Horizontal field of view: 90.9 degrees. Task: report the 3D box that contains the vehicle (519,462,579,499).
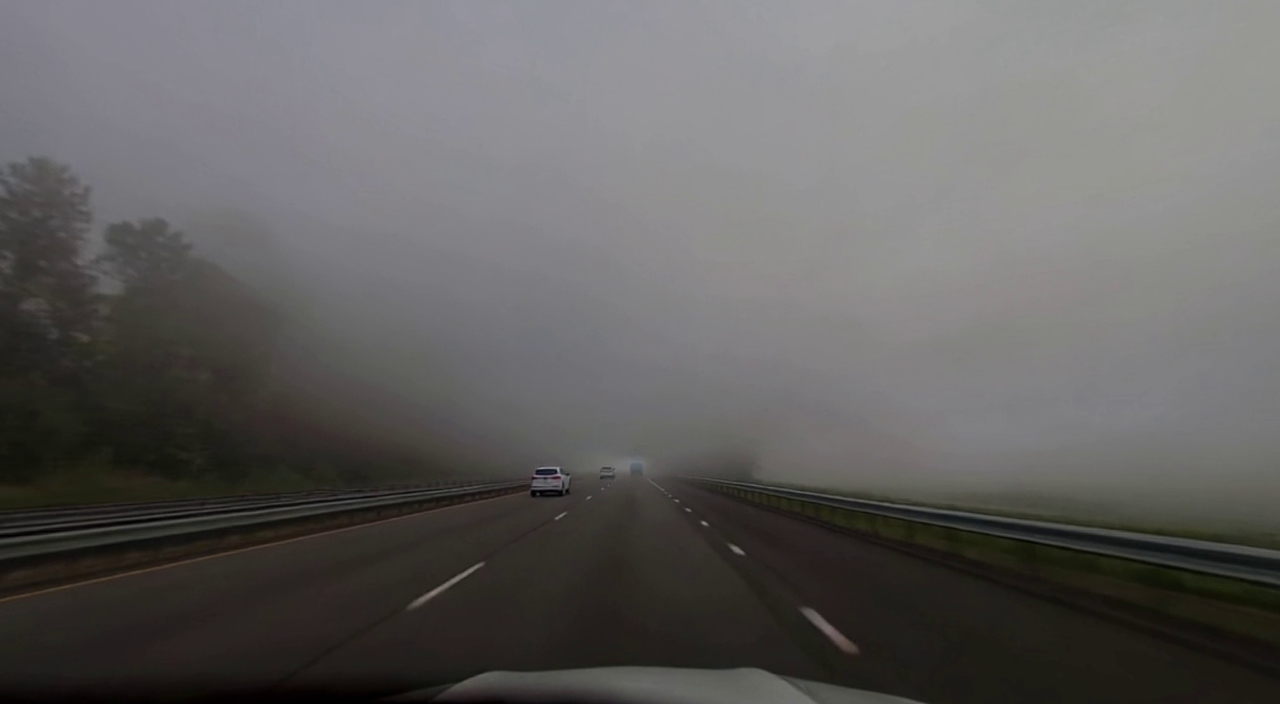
[{"bbox_3d":[-4.144,5.959,29.380,2.040,1.525,4.603,1,-11,1],"label":"vehicle"}]
